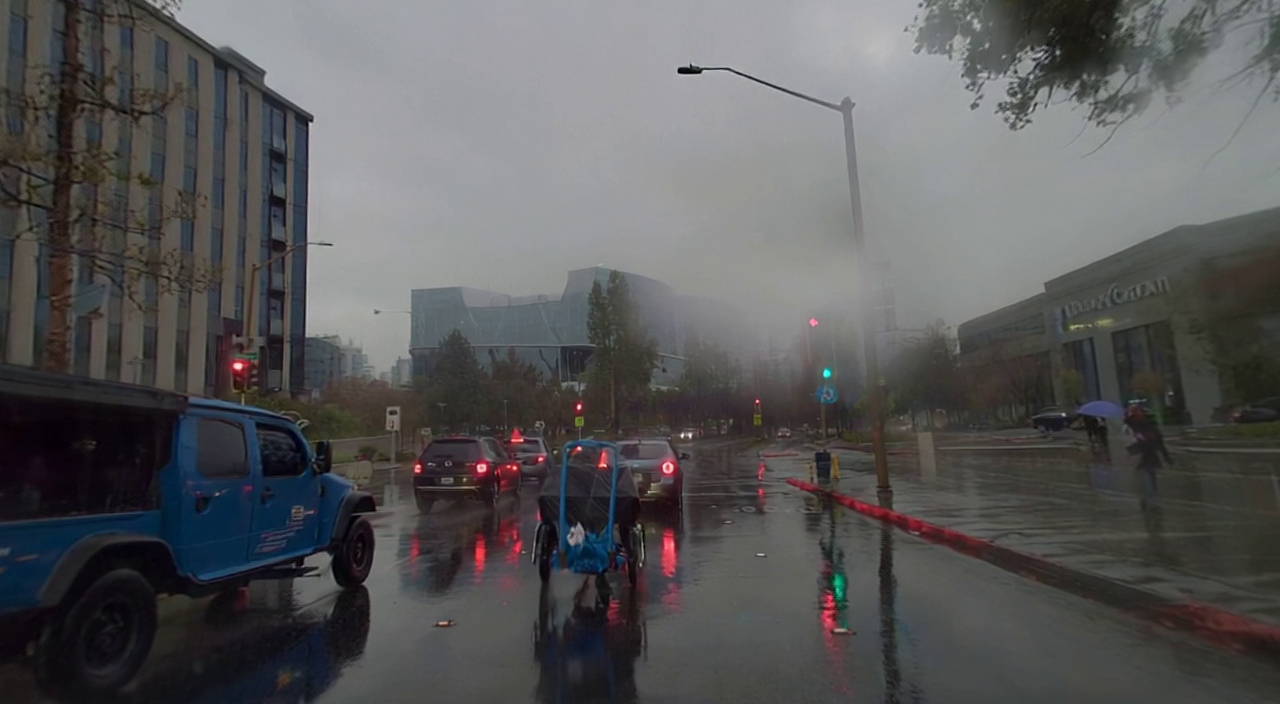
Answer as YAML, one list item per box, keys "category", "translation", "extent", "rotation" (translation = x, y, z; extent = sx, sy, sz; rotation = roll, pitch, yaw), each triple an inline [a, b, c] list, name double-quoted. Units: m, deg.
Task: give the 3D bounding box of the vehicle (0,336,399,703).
- category: "vehicle"
  translation: [-3.609, 1.130, 4.452]
  extent: [2.000, 1.809, 4.405]
  rotation: [0, -8, 1]

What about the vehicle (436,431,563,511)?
- category: "vehicle"
  translation: [-3.152, 2.767, 15.060]
  extent: [1.935, 1.615, 4.073]
  rotation: [-1, -8, 3]

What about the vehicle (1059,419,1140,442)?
- category: "vehicle"
  translation: [30.727, 5.279, 42.083]
  extent: [1.751, 1.420, 4.027]
  rotation: [8, -12, -43]

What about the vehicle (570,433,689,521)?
- category: "vehicle"
  translation: [-0.134, 2.427, 12.740]
  extent: [2.025, 1.458, 4.085]
  rotation: [0, -8, 1]

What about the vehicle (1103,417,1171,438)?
- category: "vehicle"
  translation: [36.782, 5.605, 46.545]
  extent: [1.625, 1.449, 3.557]
  rotation: [6, -11, -38]
